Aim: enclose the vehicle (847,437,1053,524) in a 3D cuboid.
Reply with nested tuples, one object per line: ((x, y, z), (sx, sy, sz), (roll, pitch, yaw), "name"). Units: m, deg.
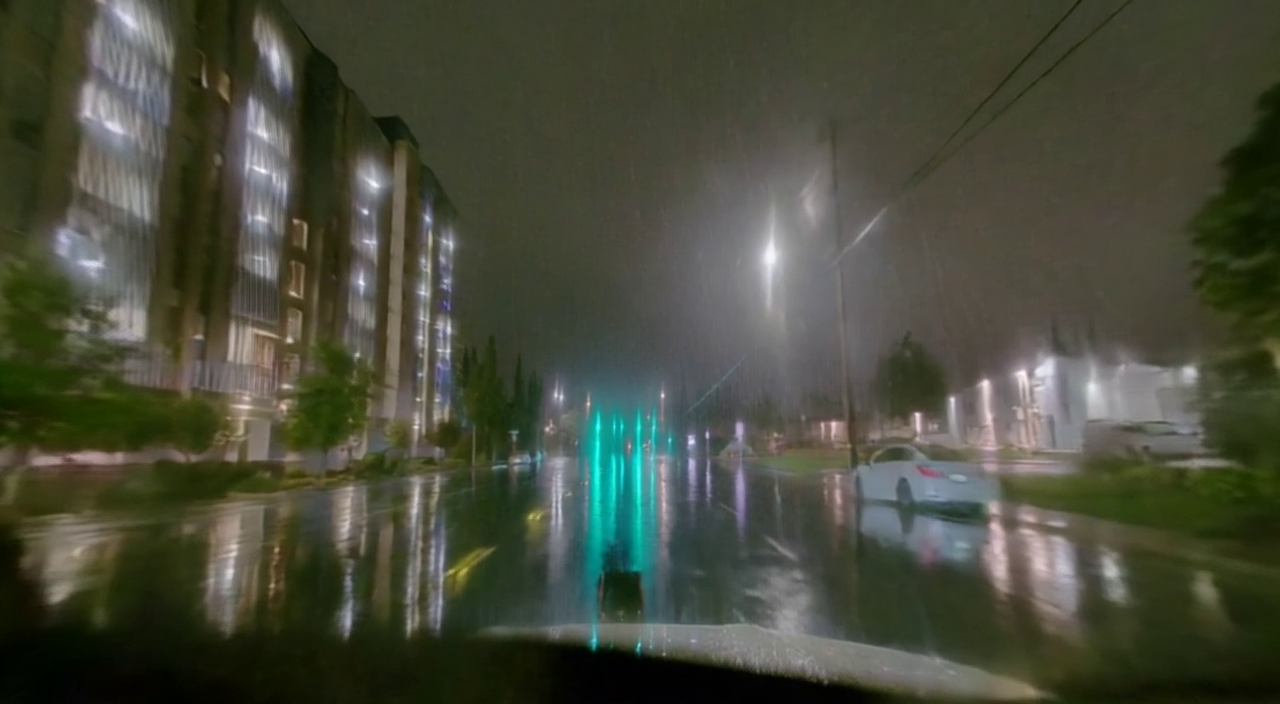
((6.334, 2.650, 13.669), (1.948, 1.526, 4.518), (0, -9, -3), "vehicle")
